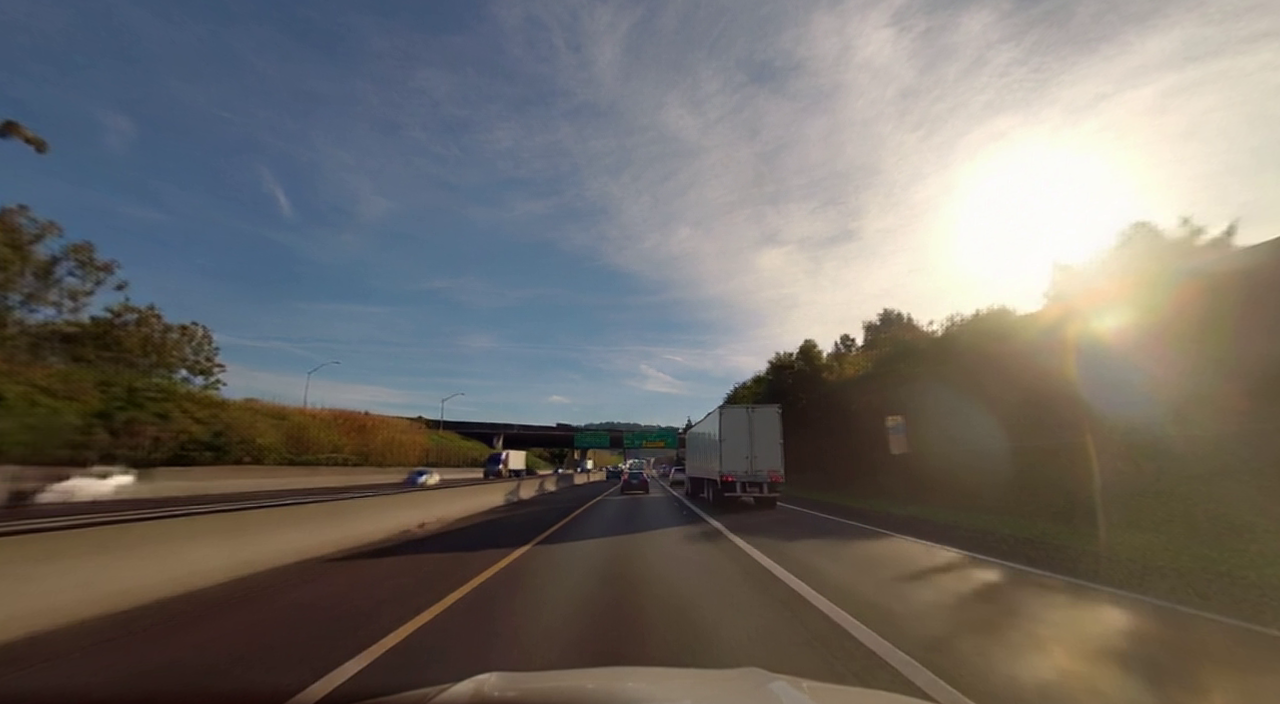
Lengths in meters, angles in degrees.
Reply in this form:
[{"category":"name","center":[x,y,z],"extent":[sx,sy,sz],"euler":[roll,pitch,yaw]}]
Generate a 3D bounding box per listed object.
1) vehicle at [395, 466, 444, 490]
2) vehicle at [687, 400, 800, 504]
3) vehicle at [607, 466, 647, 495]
[{"category":"vehicle","center":[-15.799,9.038,45.393],"extent":[1.886,1.594,4.184],"euler":[1,-10,1]},{"category":"vehicle","center":[4.581,5.233,31.976],"extent":[3.218,4.001,14.492],"euler":[1,-10,0]},{"category":"vehicle","center":[-0.677,6.966,34.352],"extent":[2.010,1.436,3.973],"euler":[1,-10,0]}]
